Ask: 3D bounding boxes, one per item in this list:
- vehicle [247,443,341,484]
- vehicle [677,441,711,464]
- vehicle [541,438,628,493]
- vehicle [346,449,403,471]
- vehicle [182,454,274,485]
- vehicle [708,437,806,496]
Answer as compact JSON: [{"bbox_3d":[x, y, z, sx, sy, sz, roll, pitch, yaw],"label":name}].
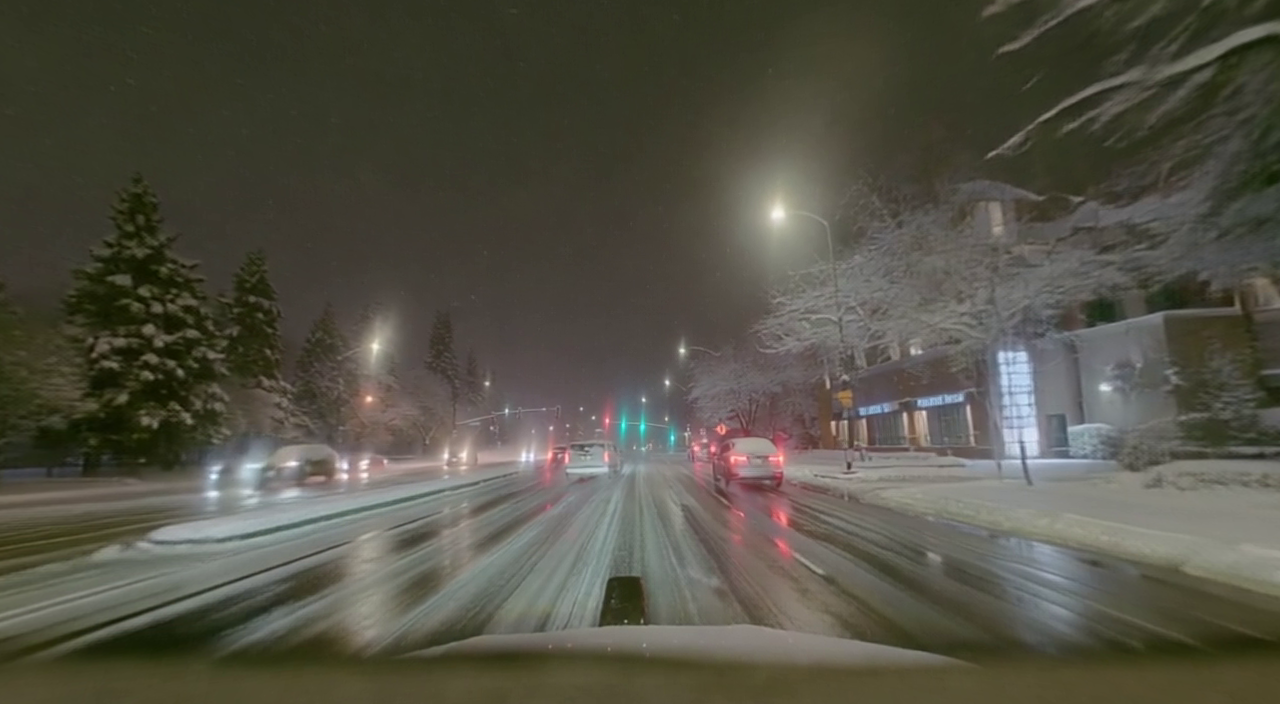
[{"bbox_3d":[-15.417,4.965,28.379,1.863,1.658,4.078,0,-8,1],"label":"vehicle"},{"bbox_3d":[3.694,6.920,43.629,1.913,1.463,4.198,0,-8,-1],"label":"vehicle"},{"bbox_3d":[-1.529,3.339,18.913,1.971,1.433,3.923,-1,-8,5],"label":"vehicle"},{"bbox_3d":[-19.074,7.749,45.557,1.984,1.481,4.752,0,-8,1],"label":"vehicle"},{"bbox_3d":[-22.035,6.289,33.960,1.848,1.450,4.678,0,-8,0],"label":"vehicle"},{"bbox_3d":[3.203,3.227,18.228,1.948,1.474,4.360,0,-8,-1],"label":"vehicle"}]
